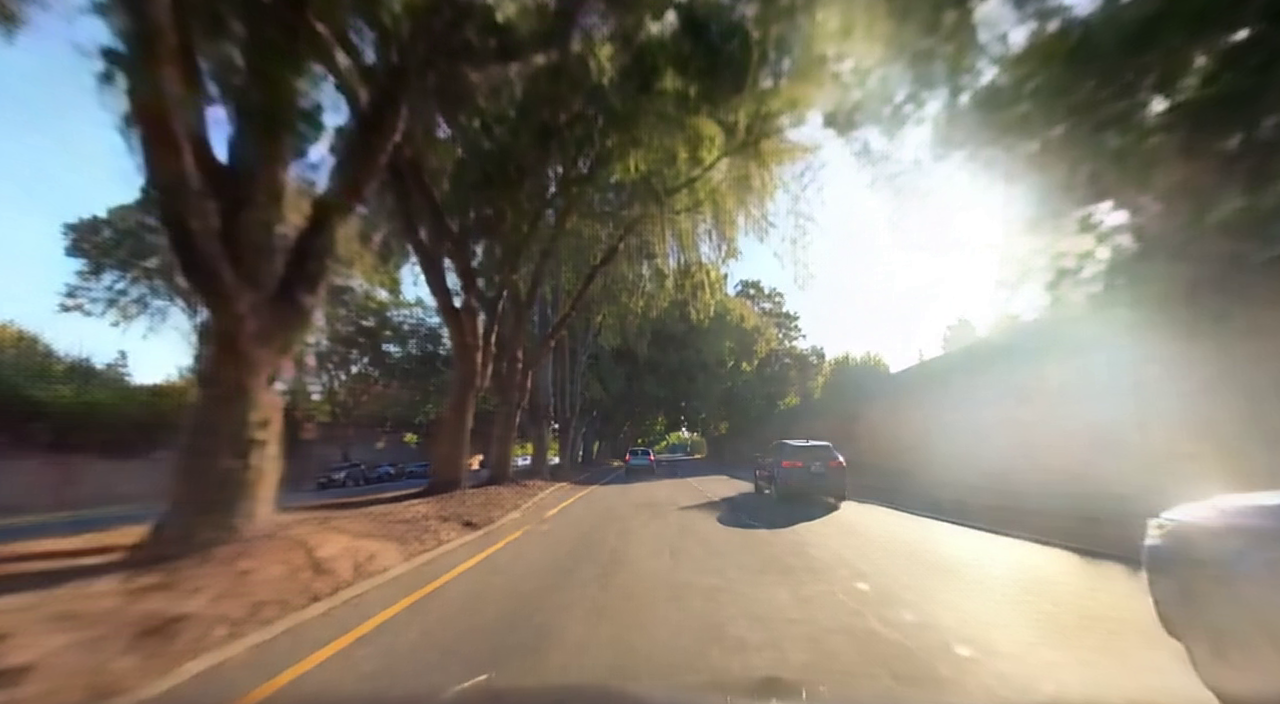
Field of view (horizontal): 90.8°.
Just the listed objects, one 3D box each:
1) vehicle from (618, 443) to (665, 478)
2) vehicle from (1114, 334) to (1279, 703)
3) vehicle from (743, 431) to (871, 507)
[{"bbox_3d":[0.041,5.849,34.238,2.391,1.739,3.837,-1,-8,0],"label":"vehicle"},{"bbox_3d":[4.030,0.553,1.091,2.470,1.751,5.015,-1,-8,0],"label":"vehicle"},{"bbox_3d":[4.297,3.083,17.157,2.155,1.752,4.456,-1,-8,-1],"label":"vehicle"}]
